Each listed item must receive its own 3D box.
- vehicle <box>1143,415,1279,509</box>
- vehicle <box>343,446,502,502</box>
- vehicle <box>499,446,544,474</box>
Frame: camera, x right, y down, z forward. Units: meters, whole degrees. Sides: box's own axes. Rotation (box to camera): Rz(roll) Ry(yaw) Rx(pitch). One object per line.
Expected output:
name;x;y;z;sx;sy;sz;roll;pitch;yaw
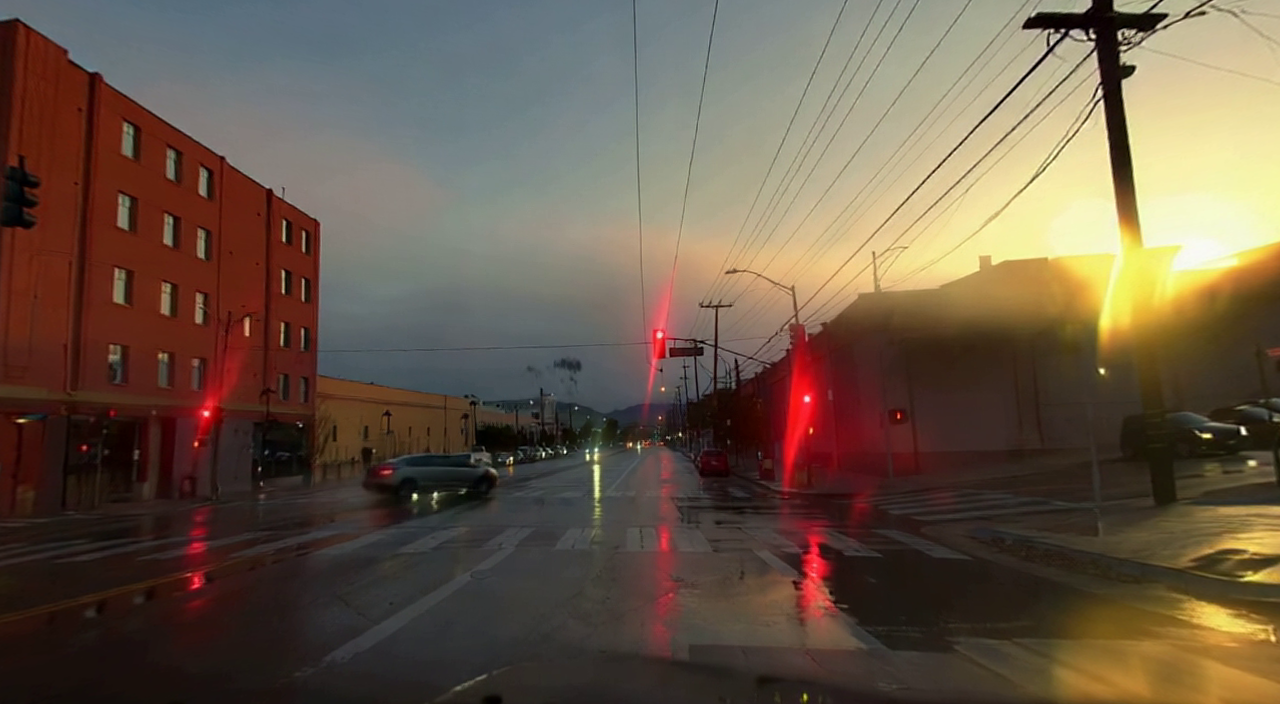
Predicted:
vehicle;12.712;2.201;12.799;3.234;1.746;1.941;0;-9;-2
vehicle;-7.249;4.031;21.204;4.525;1.650;2.120;7;-11;-38
vehicle;-8.249;7.540;44.300;2.096;1.830;4.752;0;-9;2
